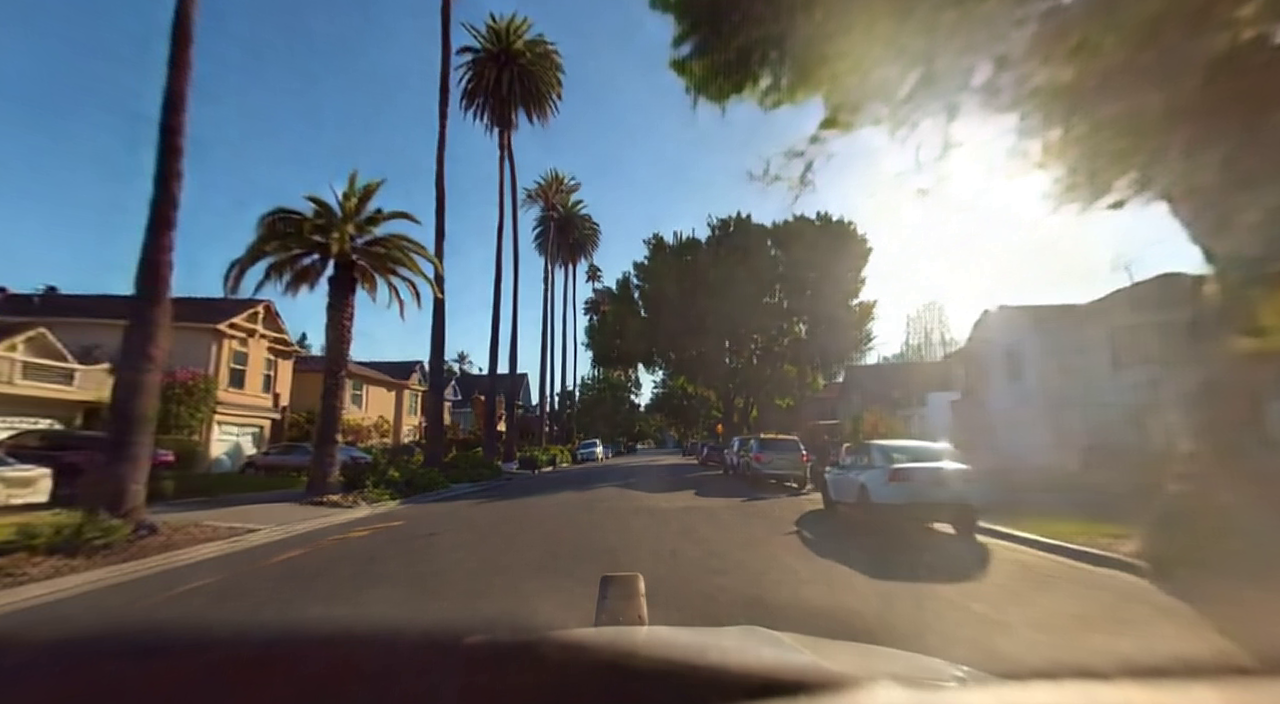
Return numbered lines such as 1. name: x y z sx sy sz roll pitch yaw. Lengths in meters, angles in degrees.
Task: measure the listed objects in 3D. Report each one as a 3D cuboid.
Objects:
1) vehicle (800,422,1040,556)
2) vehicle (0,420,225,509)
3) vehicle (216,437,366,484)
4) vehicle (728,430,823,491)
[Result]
1. vehicle: 4.357 2.172 10.950 1.971 1.663 5.076 2 -8 1
2. vehicle: -13.233 2.707 15.486 4.576 1.977 2.153 0 -8 3
3. vehicle: -12.961 4.032 23.676 4.448 1.679 1.972 0 -8 2
4. vehicle: 4.356 3.578 21.243 2.166 1.766 5.186 0 -8 2
